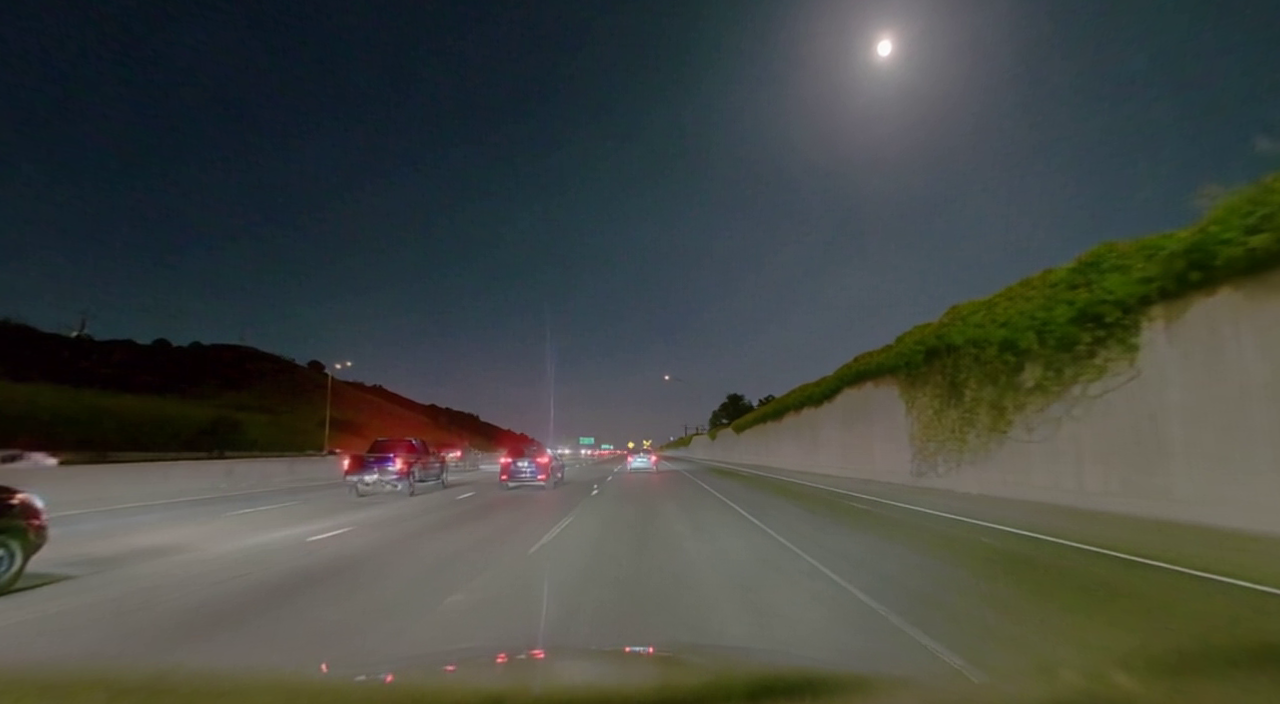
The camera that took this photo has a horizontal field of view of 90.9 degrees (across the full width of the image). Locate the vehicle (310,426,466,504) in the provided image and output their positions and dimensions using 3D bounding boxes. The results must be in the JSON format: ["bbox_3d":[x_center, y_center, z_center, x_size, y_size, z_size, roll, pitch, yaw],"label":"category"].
[{"bbox_3d":[-6.808,3.111,17.839,2.108,1.856,5.214,0,-9,2],"label":"vehicle"}]

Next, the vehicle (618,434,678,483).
[{"bbox_3d":[0.286,4.312,25.824,2.233,1.804,4.273,0,-9,0],"label":"vehicle"}]

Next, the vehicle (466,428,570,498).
[{"bbox_3d":[-3.423,3.236,18.742,2.093,1.820,4.506,0,-9,1],"label":"vehicle"}]
